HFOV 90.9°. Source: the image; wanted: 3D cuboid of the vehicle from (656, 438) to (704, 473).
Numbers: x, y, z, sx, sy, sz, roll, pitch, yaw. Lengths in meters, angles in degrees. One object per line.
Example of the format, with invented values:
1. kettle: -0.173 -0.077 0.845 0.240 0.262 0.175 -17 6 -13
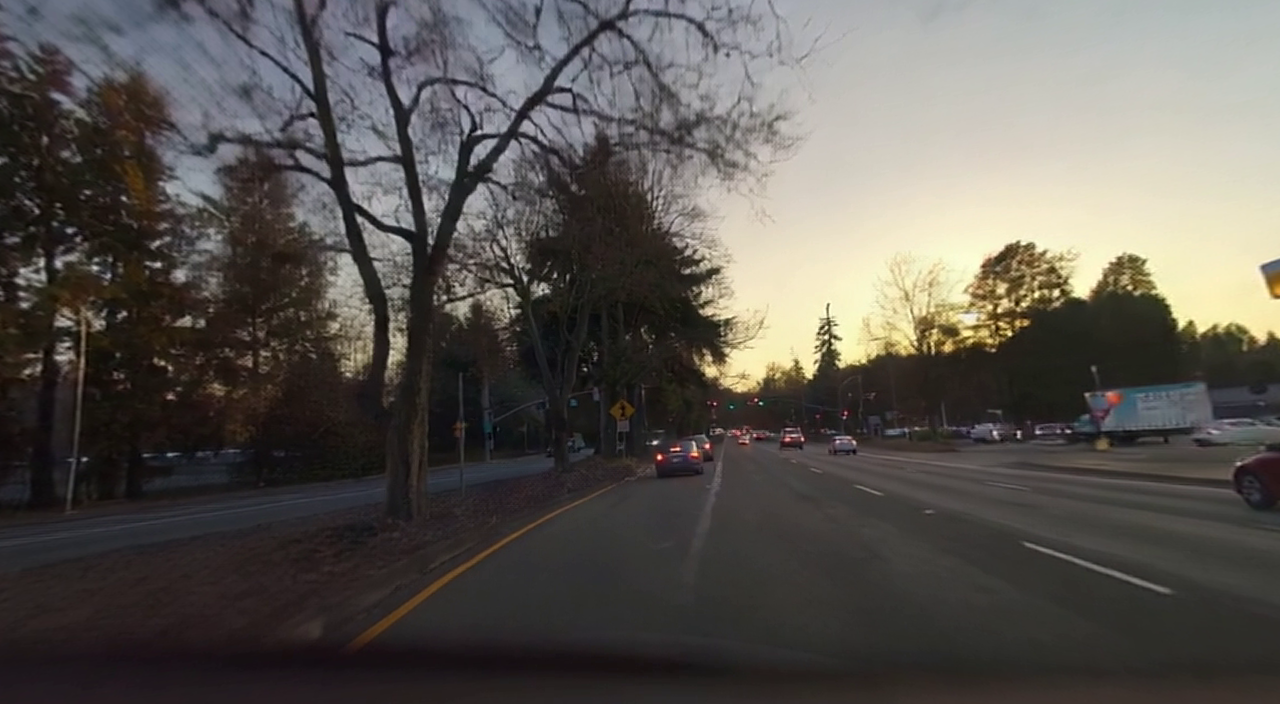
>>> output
1. vehicle: 1.932 4.779 29.192 2.032 1.461 4.173 -1 -9 6

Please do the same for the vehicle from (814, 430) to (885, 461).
1. vehicle: 12.388 5.622 37.670 1.991 1.695 4.357 2 -10 -12

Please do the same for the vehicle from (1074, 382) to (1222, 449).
1. vehicle: 29.926 3.881 37.171 7.827 3.570 3.121 4 -9 -22

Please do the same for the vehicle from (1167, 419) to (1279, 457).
1. vehicle: 25.805 3.726 27.022 1.784 1.472 4.532 3 -10 -20
